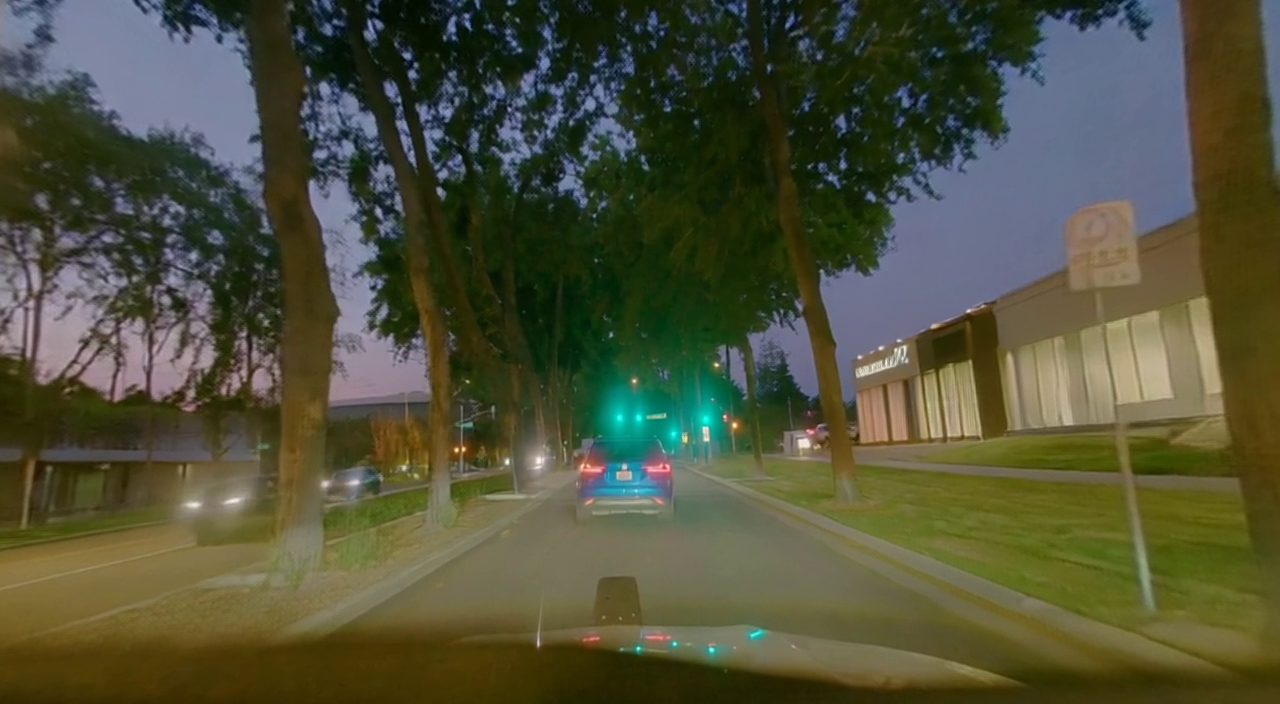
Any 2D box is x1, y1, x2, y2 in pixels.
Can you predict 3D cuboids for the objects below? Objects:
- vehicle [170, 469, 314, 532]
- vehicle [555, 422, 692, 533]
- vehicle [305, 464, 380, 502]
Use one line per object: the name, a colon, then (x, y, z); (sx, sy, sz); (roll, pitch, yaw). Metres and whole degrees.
vehicle: (-12.152, 4.523, 19.701); (1.714, 1.578, 4.218); (0, -8, 0)
vehicle: (-0.295, 2.253, 11.877); (2.136, 1.703, 3.910); (0, -8, -1)
vehicle: (-15.673, 6.902, 33.534); (1.785, 1.699, 4.328); (0, -8, 0)
